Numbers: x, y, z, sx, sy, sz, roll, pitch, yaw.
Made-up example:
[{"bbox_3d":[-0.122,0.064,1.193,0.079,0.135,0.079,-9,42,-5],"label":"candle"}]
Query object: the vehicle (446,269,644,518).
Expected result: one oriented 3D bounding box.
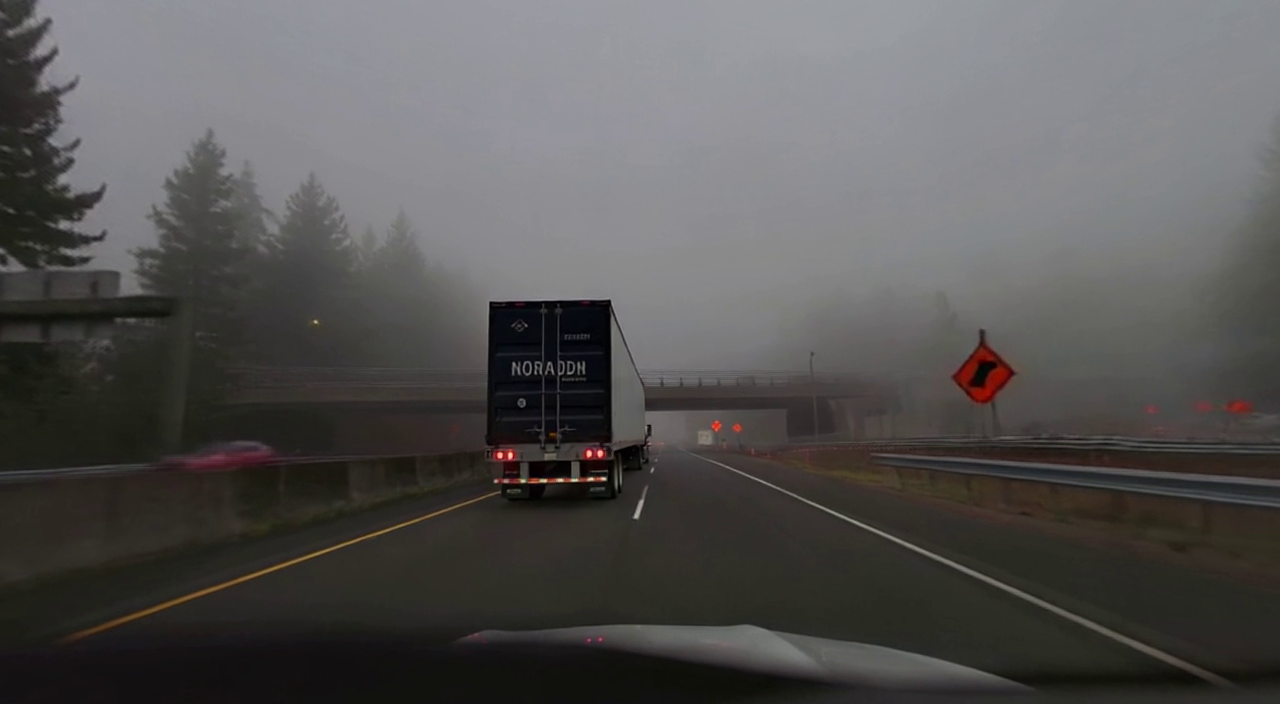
[{"bbox_3d":[-1.446,1.808,18.362,2.873,4.060,16.327,0,-8,1],"label":"vehicle"}]
